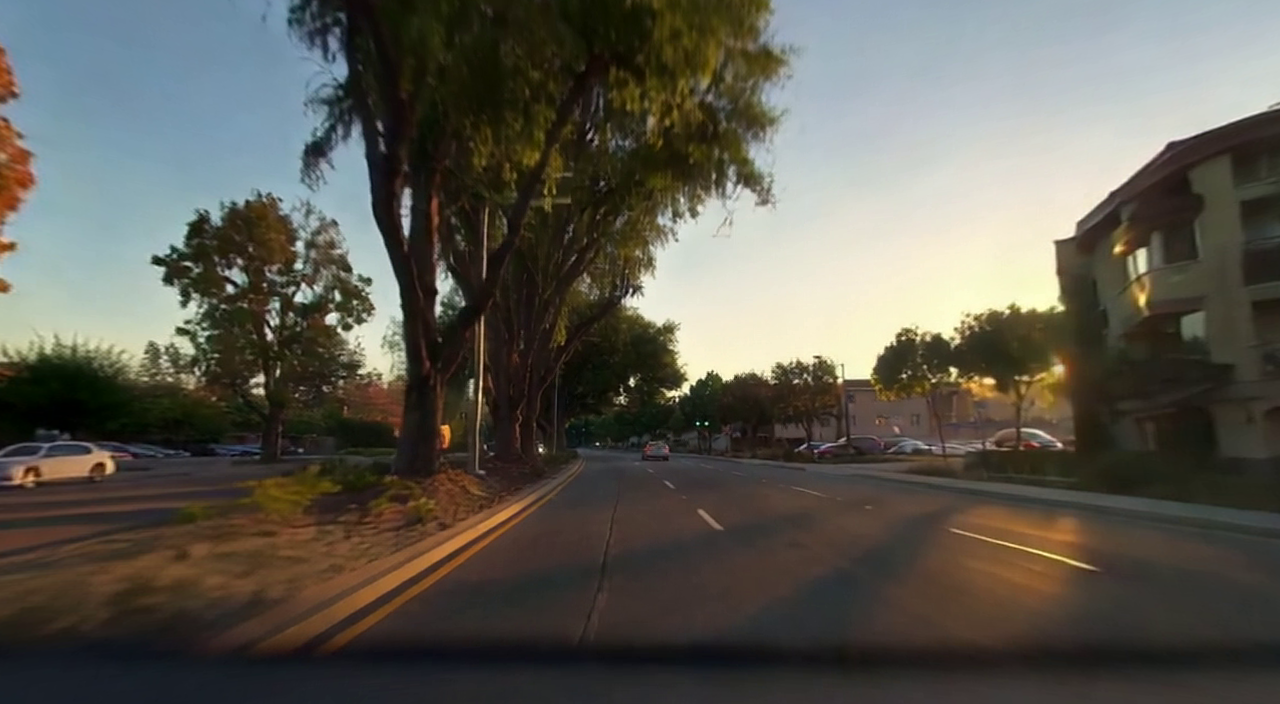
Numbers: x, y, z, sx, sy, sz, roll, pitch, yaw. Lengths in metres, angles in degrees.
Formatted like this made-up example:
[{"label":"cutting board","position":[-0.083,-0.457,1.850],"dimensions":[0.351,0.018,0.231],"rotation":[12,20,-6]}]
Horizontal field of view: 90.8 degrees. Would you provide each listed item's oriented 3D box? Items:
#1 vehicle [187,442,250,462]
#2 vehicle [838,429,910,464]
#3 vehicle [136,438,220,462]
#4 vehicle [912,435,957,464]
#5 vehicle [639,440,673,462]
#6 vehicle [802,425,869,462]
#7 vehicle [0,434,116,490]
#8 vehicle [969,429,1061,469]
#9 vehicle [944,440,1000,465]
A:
[{"label":"vehicle","position":[-31.759,7.543,47.654],"dimensions":[3.543,1.363,1.606],"rotation":[2,-7,-5]},{"label":"vehicle","position":[17.360,6.970,46.644],"dimensions":[2.727,2.396,5.918],"rotation":[-8,-12,43]},{"label":"vehicle","position":[-32.573,6.919,44.622],"dimensions":[4.240,1.576,2.038],"rotation":[0,-9,-5]},{"label":"vehicle","position":[21.820,7.252,46.940],"dimensions":[2.747,1.912,6.426],"rotation":[-5,-10,24]},{"label":"vehicle","position":[1.087,7.077,45.430],"dimensions":[1.913,1.473,4.360],"rotation":[0,-9,-5]},{"label":"vehicle","position":[15.136,7.054,48.606],"dimensions":[2.303,2.641,5.908],"rotation":[-9,-12,44]},{"label":"vehicle","position":[-19.914,3.563,20.712],"dimensions":[1.874,1.651,4.259],"rotation":[0,-8,-2]},{"label":"vehicle","position":[27.814,7.219,47.235],"dimensions":[2.248,2.714,6.788],"rotation":[2,-8,-5]},{"label":"vehicle","position":[24.716,7.502,47.205],"dimensions":[1.917,1.720,4.071],"rotation":[1,-8,0]}]
